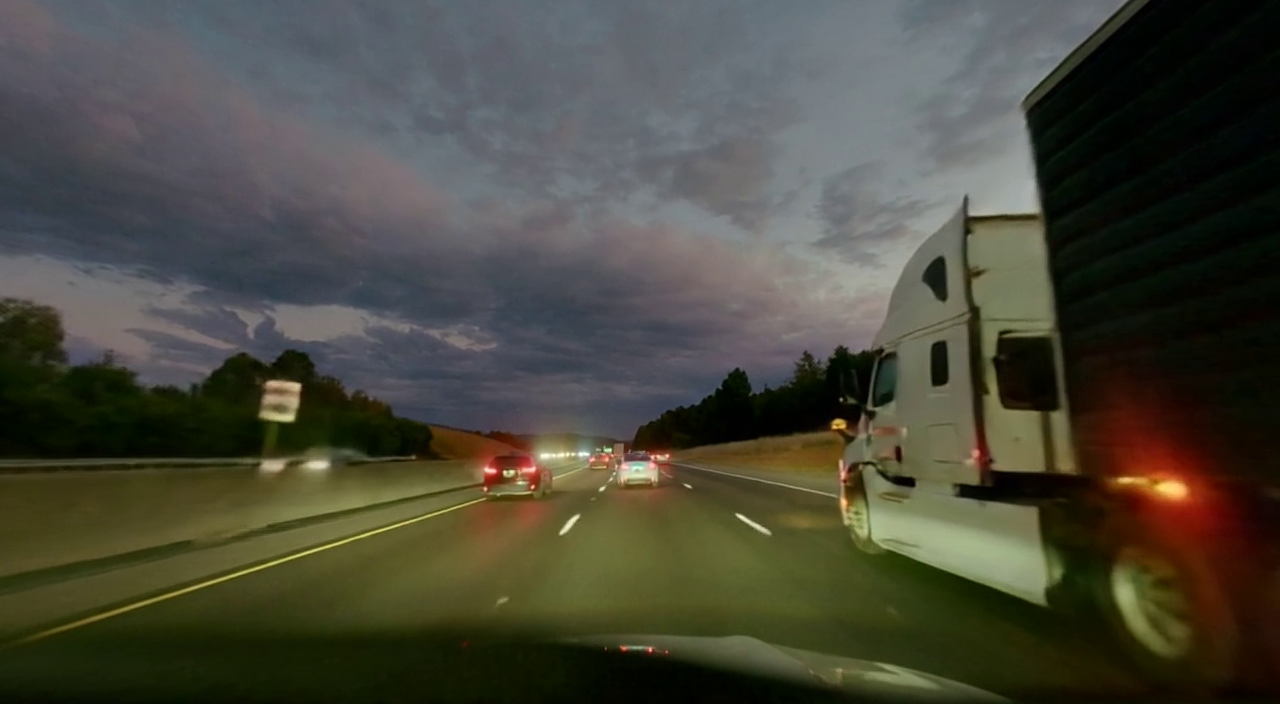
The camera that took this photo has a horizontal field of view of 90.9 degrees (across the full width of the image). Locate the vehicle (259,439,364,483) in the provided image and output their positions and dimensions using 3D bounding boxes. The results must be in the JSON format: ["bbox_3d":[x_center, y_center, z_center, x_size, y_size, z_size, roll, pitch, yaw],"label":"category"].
[{"bbox_3d":[-12.141,4.053,23.634,1.827,1.498,3.936,0,-9,0],"label":"vehicle"}]

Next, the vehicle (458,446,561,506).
[{"bbox_3d":[-3.752,3.656,19.071,2.153,1.581,4.375,0,-9,0],"label":"vehicle"}]

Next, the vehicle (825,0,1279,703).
[{"bbox_3d":[4.313,0.344,5.968,3.017,3.953,6.582,0,-9,0],"label":"vehicle"}]

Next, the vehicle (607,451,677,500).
[{"bbox_3d":[0.036,3.875,20.201,2.023,1.400,4.028,0,-9,-1],"label":"vehicle"}]
